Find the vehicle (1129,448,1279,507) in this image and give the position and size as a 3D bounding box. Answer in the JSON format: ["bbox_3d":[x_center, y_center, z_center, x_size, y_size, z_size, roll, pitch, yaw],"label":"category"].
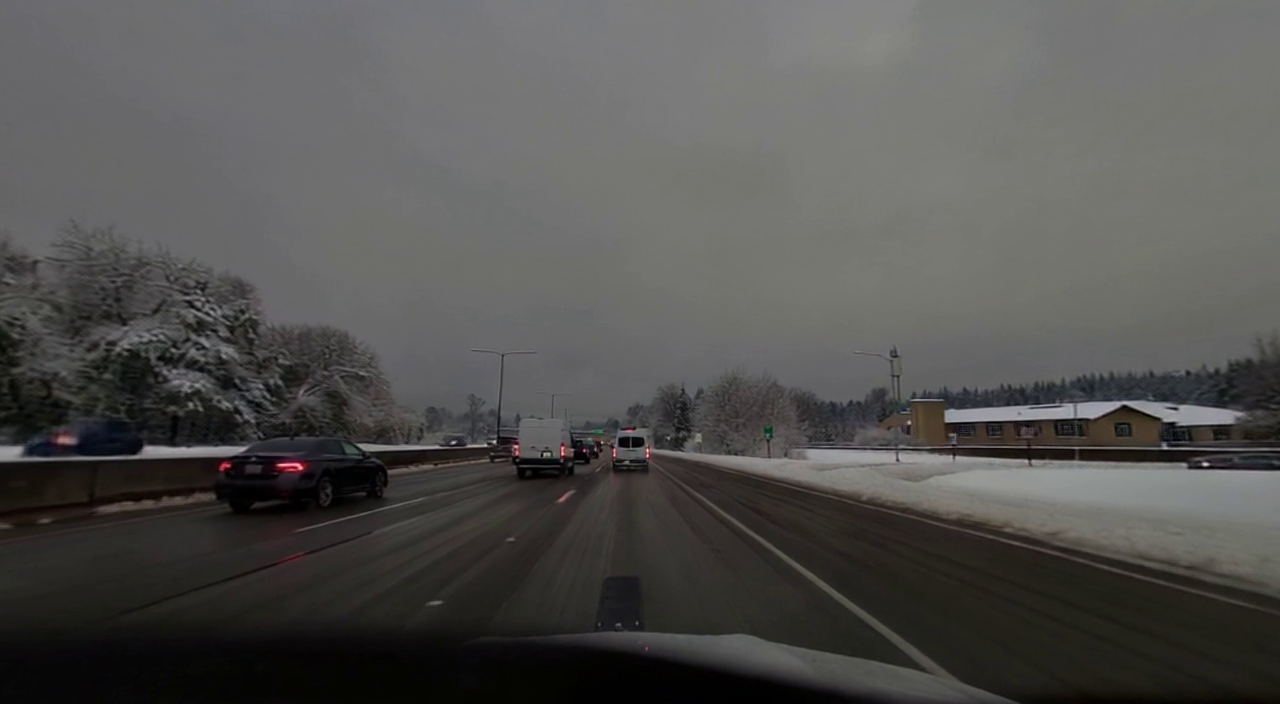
[{"bbox_3d":[21.233,4.507,23.238,2.083,1.873,5.209,0,-9,-1],"label":"vehicle"}]

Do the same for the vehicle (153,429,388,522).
[{"bbox_3d":[-6.972,2.375,12.643,1.959,1.493,4.575,0,-9,0],"label":"vehicle"}]

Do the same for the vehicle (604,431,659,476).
[{"bbox_3d":[-0.338,4.388,27.365,2.207,1.807,4.199,0,-9,0],"label":"vehicle"}]

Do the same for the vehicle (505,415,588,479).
[{"bbox_3d":[-3.654,3.908,25.925,2.504,2.276,5.933,0,-9,0],"label":"vehicle"}]

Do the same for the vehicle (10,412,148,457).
[{"bbox_3d":[-22.903,3.445,25.977,1.887,1.675,4.333,1,-9,-4],"label":"vehicle"}]
